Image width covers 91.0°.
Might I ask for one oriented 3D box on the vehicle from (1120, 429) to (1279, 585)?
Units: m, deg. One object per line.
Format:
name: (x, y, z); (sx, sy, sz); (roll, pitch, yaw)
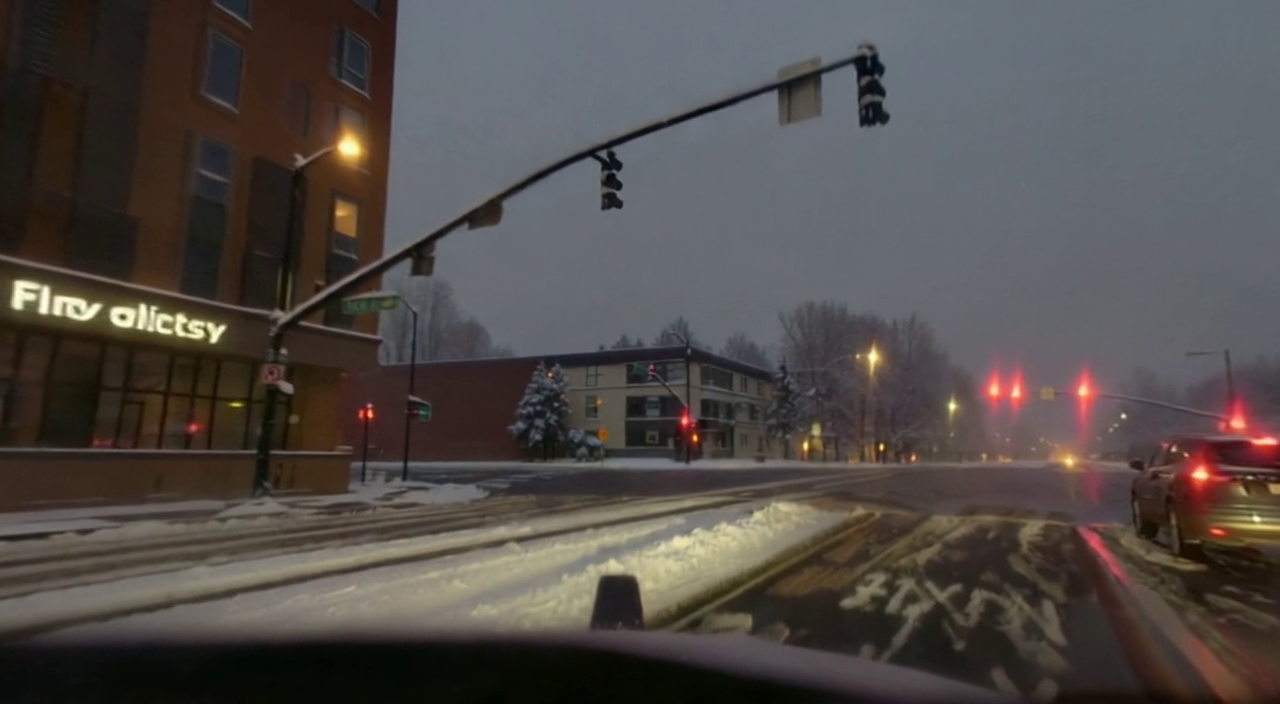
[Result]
vehicle: (8.018, 1.879, 8.317); (2.067, 1.625, 4.073); (-5, -10, 30)
